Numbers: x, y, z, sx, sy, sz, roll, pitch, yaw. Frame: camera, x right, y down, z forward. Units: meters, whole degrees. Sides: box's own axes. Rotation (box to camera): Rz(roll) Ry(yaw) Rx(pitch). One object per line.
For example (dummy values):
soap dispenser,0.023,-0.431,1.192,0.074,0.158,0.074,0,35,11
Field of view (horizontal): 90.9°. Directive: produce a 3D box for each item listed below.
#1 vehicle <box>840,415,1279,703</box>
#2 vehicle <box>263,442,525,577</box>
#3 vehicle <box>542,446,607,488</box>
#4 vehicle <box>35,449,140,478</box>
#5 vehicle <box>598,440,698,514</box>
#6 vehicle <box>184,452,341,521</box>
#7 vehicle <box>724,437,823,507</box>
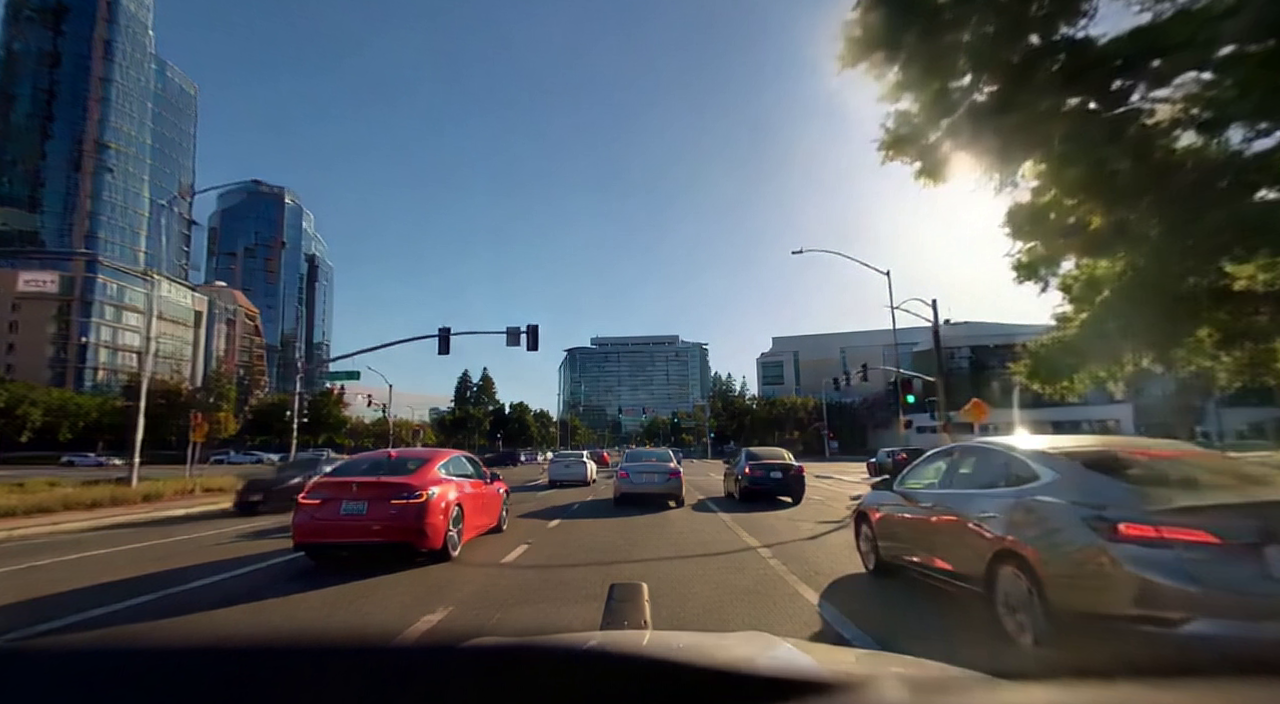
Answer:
vehicle,3.354,1.382,5.063,1.951,1.522,4.614,0,-9,0
vehicle,-3.151,2.086,9.278,2.015,1.478,4.407,0,-8,1
vehicle,-2.553,4.629,25.710,2.089,1.537,4.073,-1,-9,2
vehicle,-38.076,7.685,43.510,5.268,1.770,2.107,-2,-8,1
vehicle,0.154,3.020,15.730,2.144,1.563,4.218,0,-9,-1
vehicle,-10.253,3.634,17.604,2.033,1.575,4.357,0,-8,-6
vehicle,3.630,3.311,17.896,1.938,1.732,4.006,0,-9,0
